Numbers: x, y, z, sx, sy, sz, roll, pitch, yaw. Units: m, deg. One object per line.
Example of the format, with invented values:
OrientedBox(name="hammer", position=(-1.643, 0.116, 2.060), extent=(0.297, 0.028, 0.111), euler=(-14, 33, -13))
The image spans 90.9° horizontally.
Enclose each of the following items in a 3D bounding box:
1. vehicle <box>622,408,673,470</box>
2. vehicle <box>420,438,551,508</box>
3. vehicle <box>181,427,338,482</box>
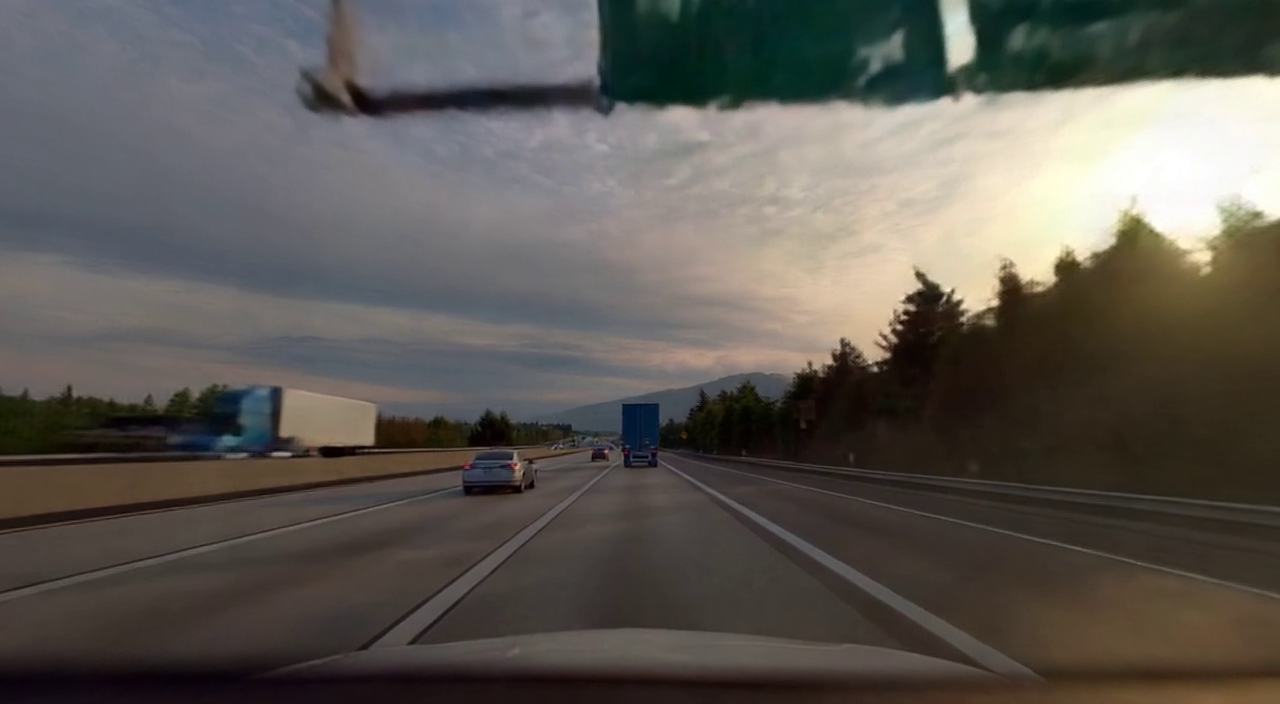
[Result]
OrientedBox(name="vehicle", position=(0.333, 5.785, 41.475), extent=(2.893, 3.628, 9.081), euler=(0, -9, -2))
OrientedBox(name="vehicle", position=(-3.753, 3.047, 16.424), extent=(2.114, 1.523, 5.110), euler=(0, -9, 0))
OrientedBox(name="vehicle", position=(-12.549, 3.443, 21.336), extent=(2.111, 1.639, 5.059), euler=(0, -9, 1))
